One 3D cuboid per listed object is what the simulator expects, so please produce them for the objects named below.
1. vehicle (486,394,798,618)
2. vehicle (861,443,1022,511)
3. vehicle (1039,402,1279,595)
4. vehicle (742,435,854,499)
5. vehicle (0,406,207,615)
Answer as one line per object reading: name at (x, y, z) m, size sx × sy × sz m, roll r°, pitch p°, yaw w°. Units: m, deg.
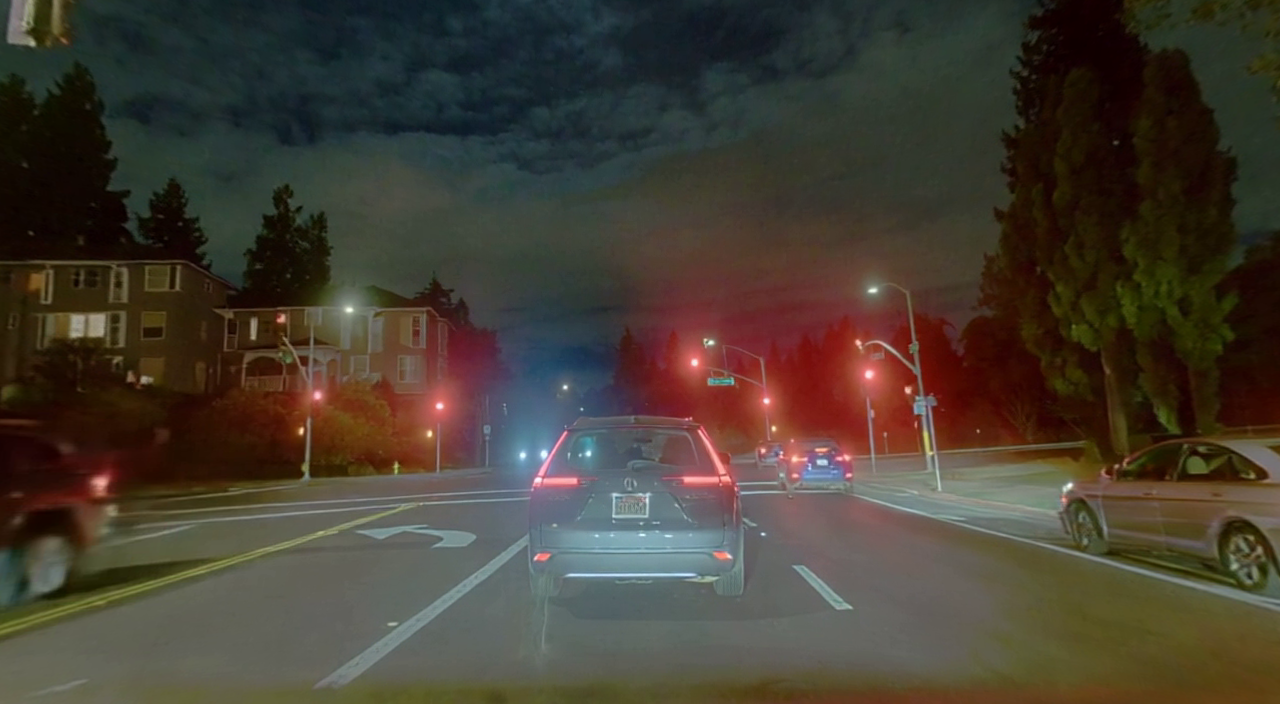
vehicle at (0.044, 1.477, 6.979) m, size 2.322 × 1.667 × 4.367 m, roll 0°, pitch -8°, yaw 1°
vehicle at (7.275, 3.014, 15.821) m, size 1.860 × 1.436 × 4.479 m, roll 0°, pitch -8°, yaw 0°
vehicle at (7.016, 1.537, 7.045) m, size 1.989 × 1.791 × 4.735 m, roll 0°, pitch -8°, yaw 0°
vehicle at (4.220, 3.145, 17.729) m, size 2.077 × 1.527 × 4.755 m, roll 0°, pitch -8°, yaw 2°
vehicle at (-6.635, 1.369, 5.382) m, size 2.059 × 1.797 × 4.824 m, roll -1°, pitch -8°, yaw 6°
